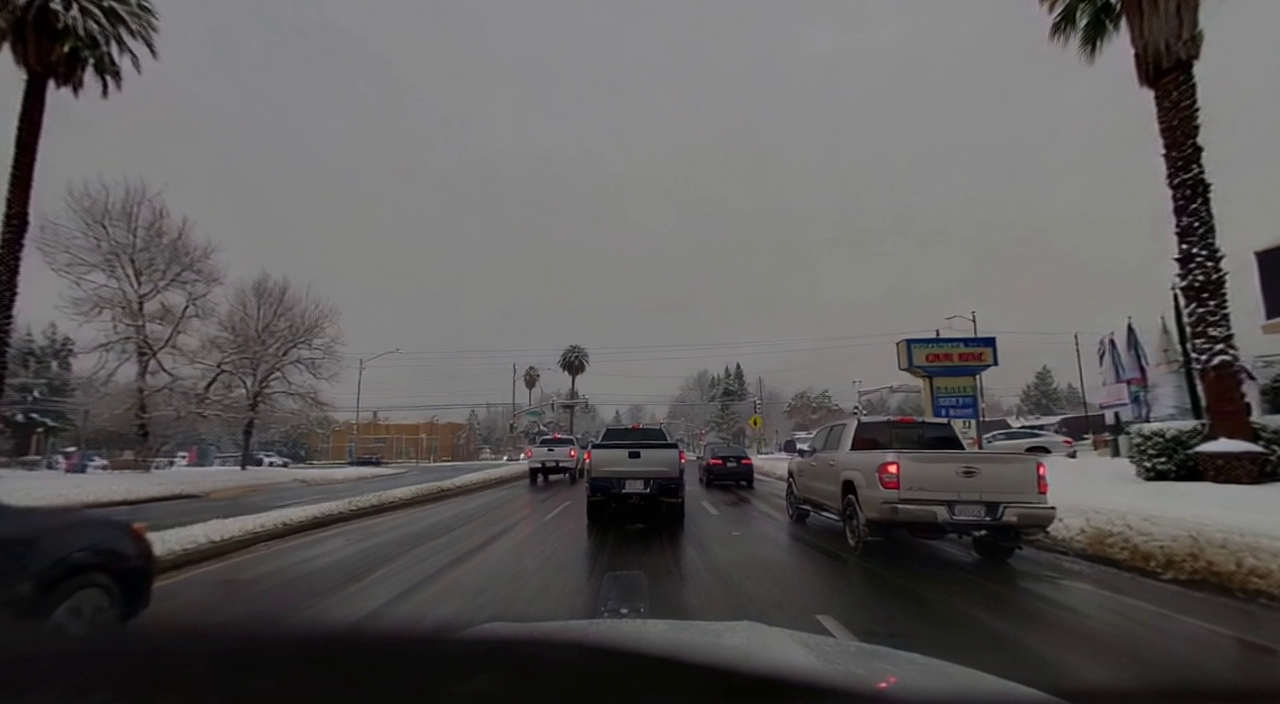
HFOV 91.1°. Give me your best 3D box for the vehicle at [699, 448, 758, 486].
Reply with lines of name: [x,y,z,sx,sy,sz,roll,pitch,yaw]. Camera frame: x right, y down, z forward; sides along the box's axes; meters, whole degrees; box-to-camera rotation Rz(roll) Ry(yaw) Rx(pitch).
vehicle: [3.539,4.672,25.816,1.901,1.401,3.965,0,-9,1]

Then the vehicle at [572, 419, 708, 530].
vehicle: [0.060,2.475,13.374,2.295,1.835,5.471,0,-9,1]

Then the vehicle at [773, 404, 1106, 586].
vehicle: [3.612,1.855,9.165,2.120,1.828,5.531,0,-9,0]

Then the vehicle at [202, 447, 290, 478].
vehicle: [-29.104,8.147,46.722,2.543,2.092,6.613,0,-9,-3]

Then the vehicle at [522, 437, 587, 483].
vehicle: [-3.606,4.652,27.445,2.071,1.811,4.605,0,-9,2]

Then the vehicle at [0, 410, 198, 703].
vehicle: [-4.073,0.877,1.927,1.983,1.502,4.720,0,-9,0]
